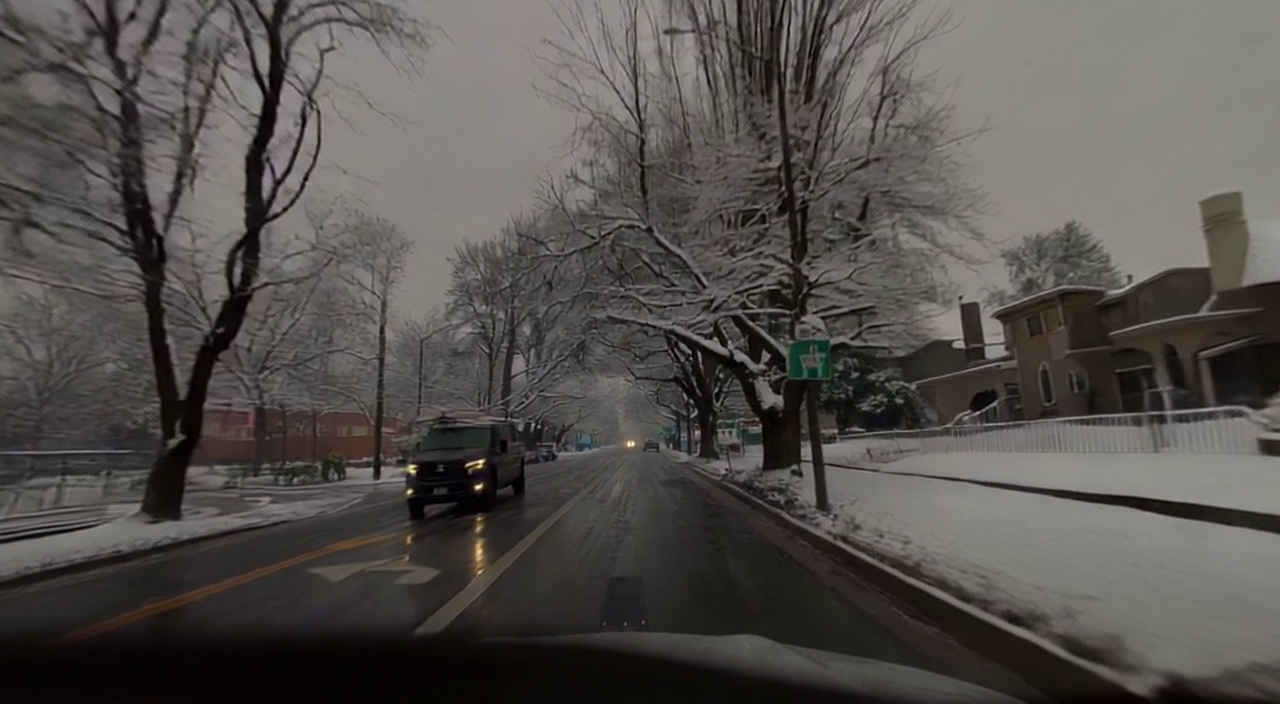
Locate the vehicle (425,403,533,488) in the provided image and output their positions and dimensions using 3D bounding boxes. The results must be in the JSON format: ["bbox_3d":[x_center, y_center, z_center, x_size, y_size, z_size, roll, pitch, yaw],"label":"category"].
[{"bbox_3d":[-5.808,3.504,23.730,2.303,2.760,5.868,0,-8,2],"label":"vehicle"}]
